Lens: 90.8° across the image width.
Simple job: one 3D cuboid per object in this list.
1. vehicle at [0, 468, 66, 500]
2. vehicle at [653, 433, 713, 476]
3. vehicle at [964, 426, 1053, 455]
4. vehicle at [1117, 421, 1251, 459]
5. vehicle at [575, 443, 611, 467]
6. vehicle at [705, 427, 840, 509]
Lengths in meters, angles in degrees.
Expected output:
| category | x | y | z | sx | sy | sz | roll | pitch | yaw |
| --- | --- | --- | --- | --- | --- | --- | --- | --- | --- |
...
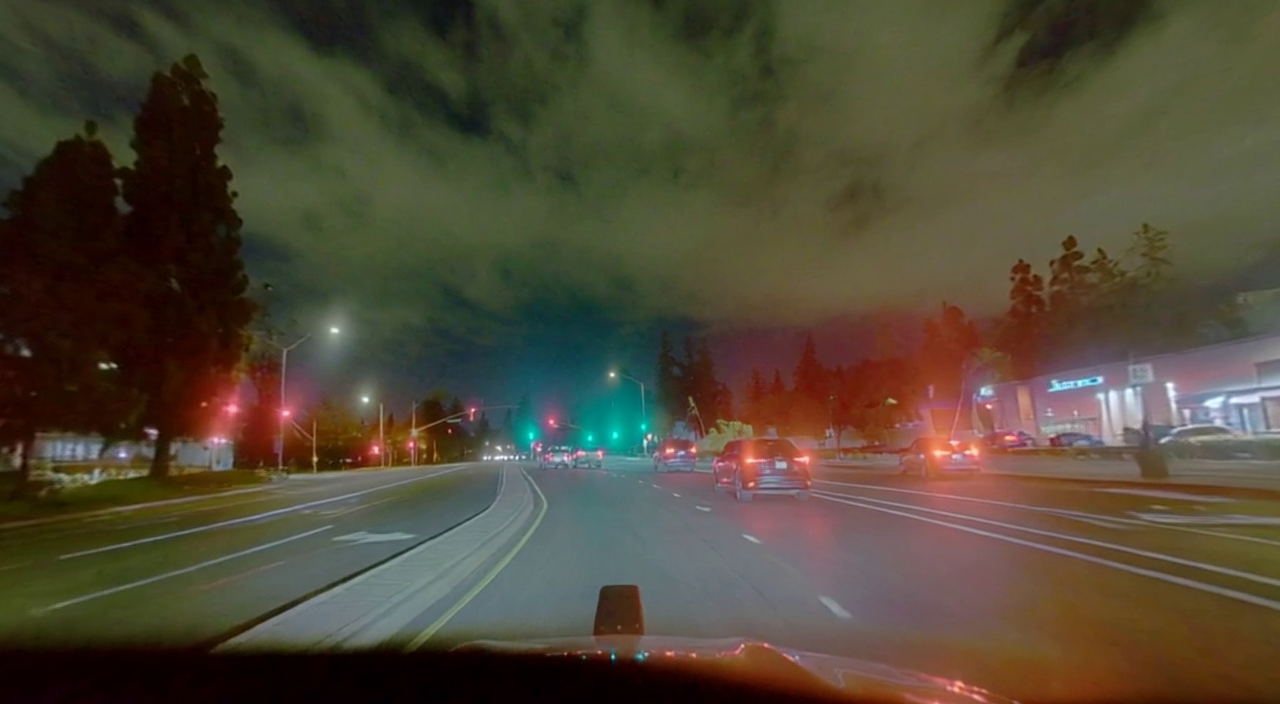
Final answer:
| category | x | y | z | sx | sy | sz | roll | pitch | yaw |
| --- | --- | --- | --- | --- | --- | --- | --- | --- | --- |
| vehicle | -31.198 | 6.579 | 31.464 | 1.600 | 1.375 | 4.319 | 0 | -9 | -8 |
| vehicle | 1.880 | 4.720 | 29.353 | 2.046 | 1.768 | 4.370 | -1 | -8 | -5 |
| vehicle | 26.811 | 6.420 | 46.078 | 5.103 | 1.947 | 2.207 | -1 | -8 | -2 |
| vehicle | 27.385 | 4.461 | 31.943 | 4.736 | 1.755 | 2.221 | -1 | -8 | -2 |
| vehicle | -3.124 | 6.728 | 41.518 | 2.068 | 1.512 | 3.987 | 1 | -8 | -8 |
| vehicle | 2.859 | 2.603 | 14.621 | 1.966 | 1.596 | 3.980 | 0 | -8 | -4 |
